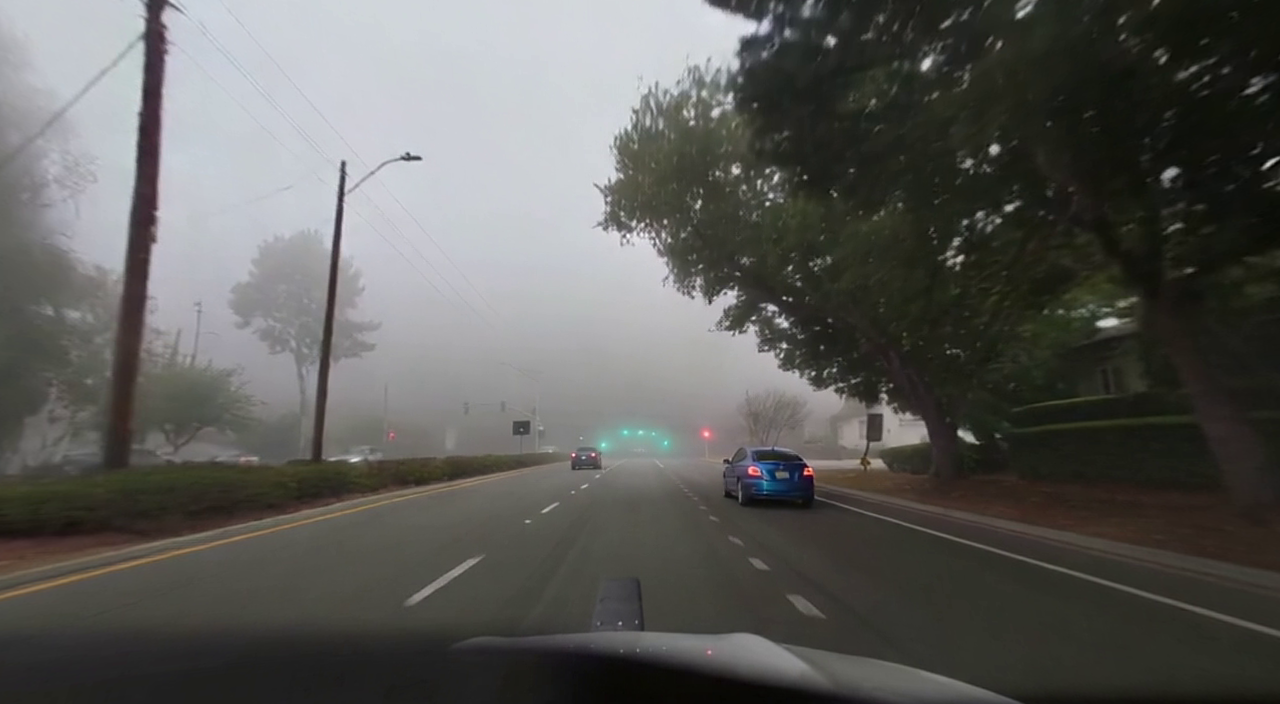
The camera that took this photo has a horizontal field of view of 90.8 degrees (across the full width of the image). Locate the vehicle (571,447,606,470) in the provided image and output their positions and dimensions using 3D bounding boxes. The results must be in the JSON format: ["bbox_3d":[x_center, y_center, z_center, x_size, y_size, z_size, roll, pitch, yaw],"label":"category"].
[{"bbox_3d":[-3.564,7.406,44.255,2.041,1.460,4.036,0,-8,1],"label":"vehicle"}]

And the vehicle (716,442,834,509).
[{"bbox_3d":[3.375,3.154,16.704,2.068,1.497,4.247,0,-8,-1],"label":"vehicle"}]

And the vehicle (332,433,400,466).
[{"bbox_3d":[-17.290,6.116,40.180,2.148,1.901,4.955,0,-7,0],"label":"vehicle"}]
